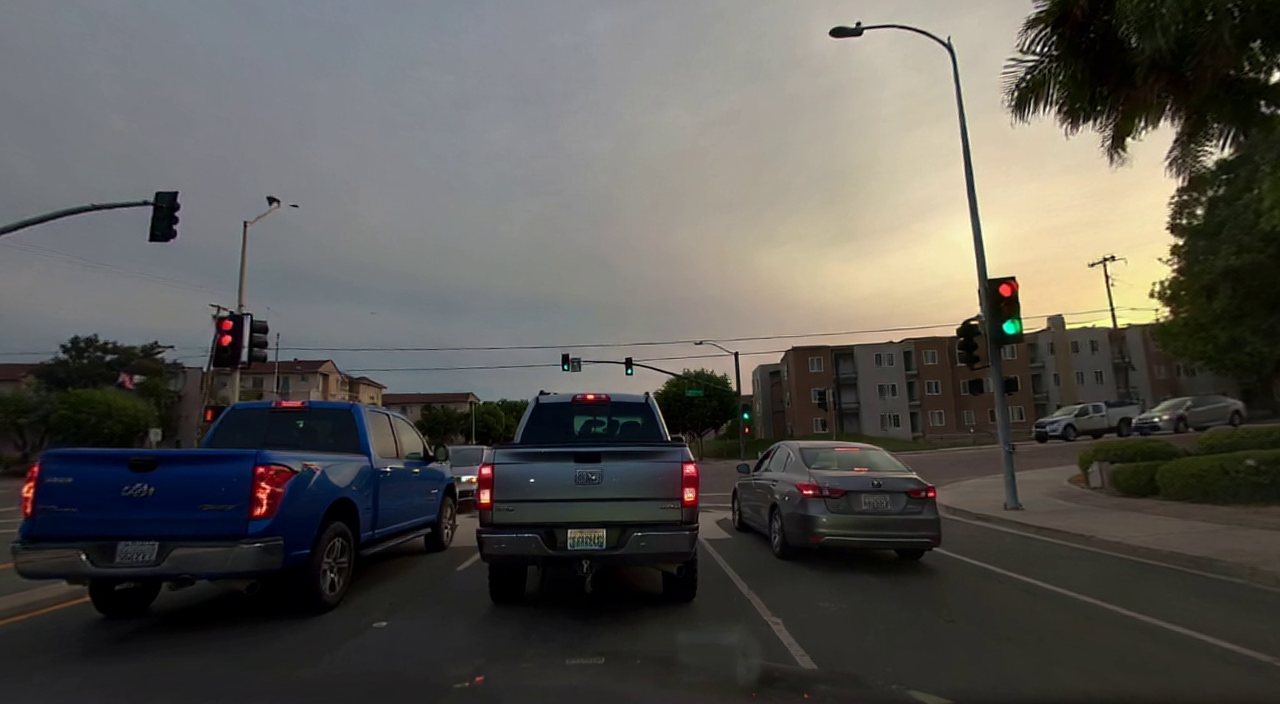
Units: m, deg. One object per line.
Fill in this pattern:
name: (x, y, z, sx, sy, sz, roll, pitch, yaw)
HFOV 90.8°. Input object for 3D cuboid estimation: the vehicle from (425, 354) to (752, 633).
vehicle: (-0.392, 1.312, 6.738, 2.282, 1.964, 4.421, 0, -9, -1)

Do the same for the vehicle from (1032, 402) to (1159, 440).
vehicle: (23.303, 3.588, 32.480, 4.721, 1.866, 2.188, 0, -9, 2)

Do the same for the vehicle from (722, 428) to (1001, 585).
vehicle: (2.415, 1.813, 8.291, 2.016, 1.481, 4.336, 0, -9, -1)

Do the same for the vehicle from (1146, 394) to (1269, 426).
vehicle: (29.280, 3.038, 32.682, 4.540, 1.543, 1.803, 0, -9, 0)

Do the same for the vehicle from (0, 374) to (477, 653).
vehicle: (-3.452, 1.445, 6.830, 2.146, 1.828, 5.148, 0, -9, -2)
